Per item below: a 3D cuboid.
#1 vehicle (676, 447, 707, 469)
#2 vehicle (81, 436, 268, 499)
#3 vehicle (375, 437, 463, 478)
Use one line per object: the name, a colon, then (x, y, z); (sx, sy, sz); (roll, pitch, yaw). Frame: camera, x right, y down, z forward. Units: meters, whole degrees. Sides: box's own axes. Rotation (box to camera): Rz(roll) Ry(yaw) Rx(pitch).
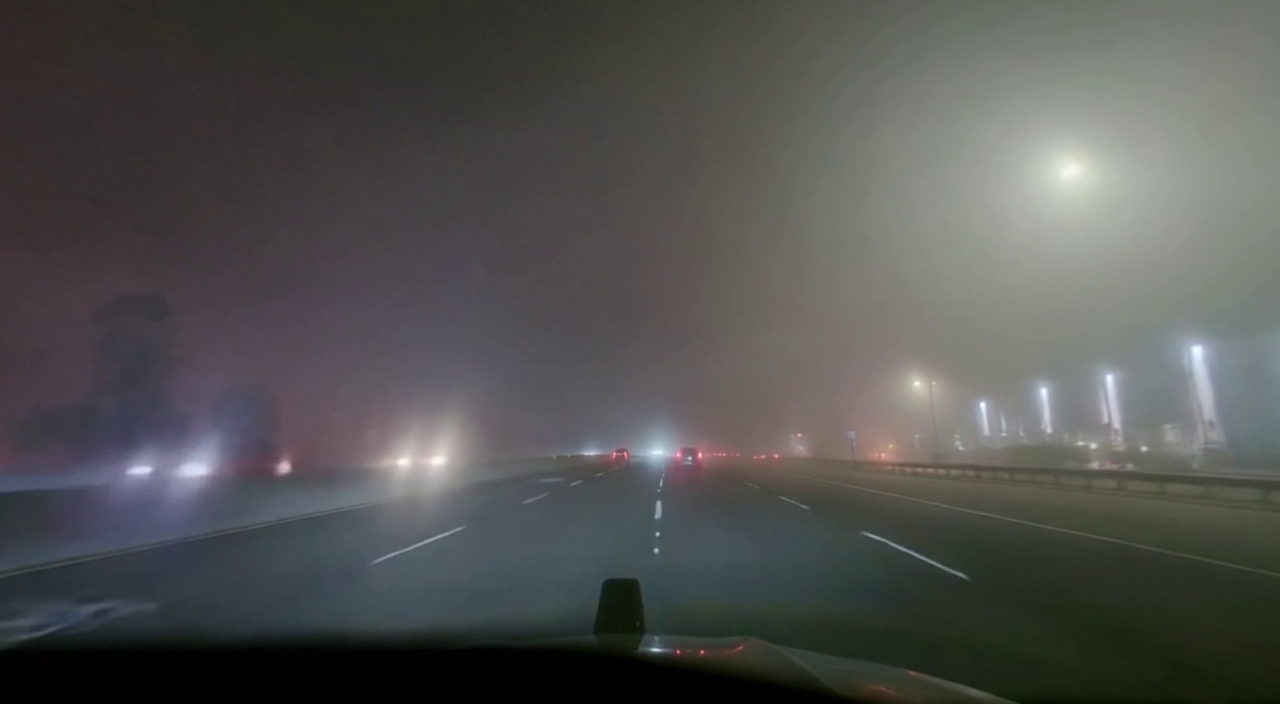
vehicle: (3.706, 7.739, 46.192); (1.974, 1.557, 4.479); (0, -9, 1)
vehicle: (-14.349, 3.578, 19.924); (1.966, 1.742, 4.926); (0, -9, 3)
vehicle: (-9.940, 4.795, 28.768); (2.064, 1.708, 4.688); (0, -9, 3)
